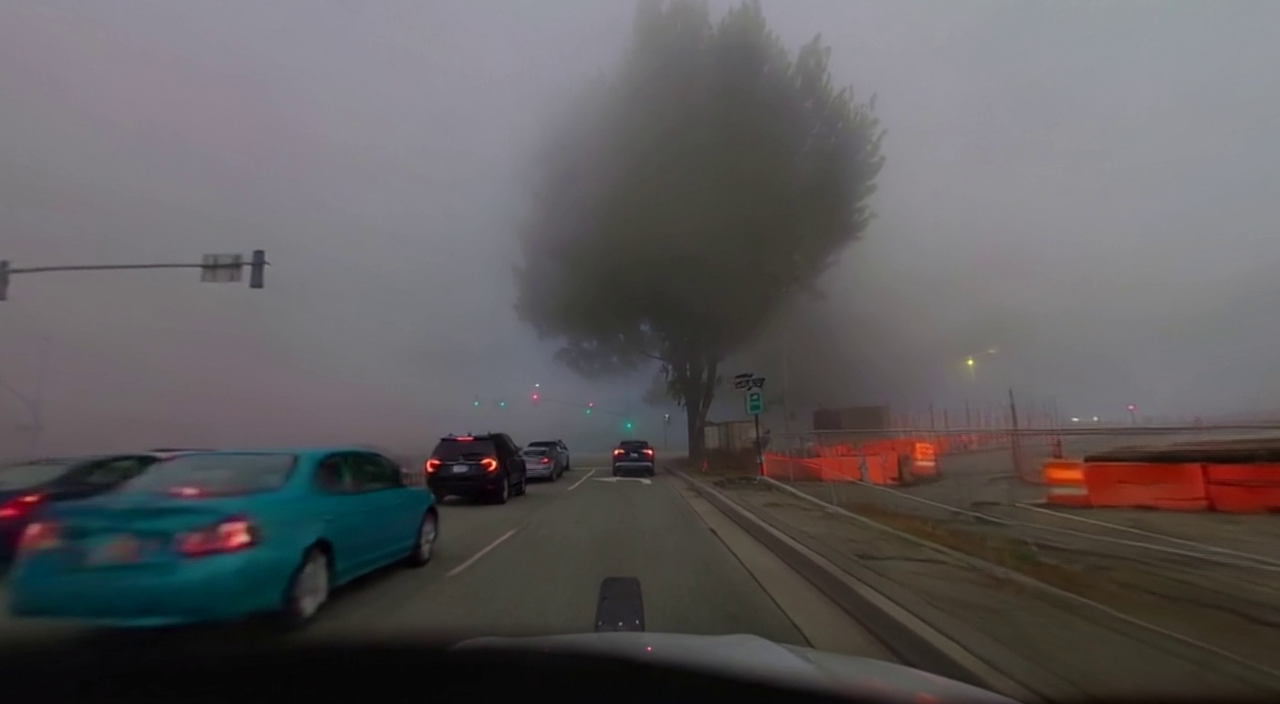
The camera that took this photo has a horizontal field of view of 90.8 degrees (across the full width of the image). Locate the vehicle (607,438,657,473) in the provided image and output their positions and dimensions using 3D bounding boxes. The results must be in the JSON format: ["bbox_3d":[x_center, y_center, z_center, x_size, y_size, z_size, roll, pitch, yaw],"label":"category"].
[{"bbox_3d":[-0.364,4.849,29.808,2.183,1.506,4.286,0,-9,0],"label":"vehicle"}]

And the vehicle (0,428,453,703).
[{"bbox_3d":[-3.261,1.485,5.496,2.042,1.441,4.172,-2,-9,0],"label":"vehicle"}]

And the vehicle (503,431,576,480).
[{"bbox_3d":[-4.095,4.322,26.588,2.240,1.844,5.043,0,-9,0],"label":"vehicle"}]

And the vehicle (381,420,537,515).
[{"bbox_3d":[-4.031,2.683,15.148,2.236,1.886,4.792,0,-9,1],"label":"vehicle"}]
